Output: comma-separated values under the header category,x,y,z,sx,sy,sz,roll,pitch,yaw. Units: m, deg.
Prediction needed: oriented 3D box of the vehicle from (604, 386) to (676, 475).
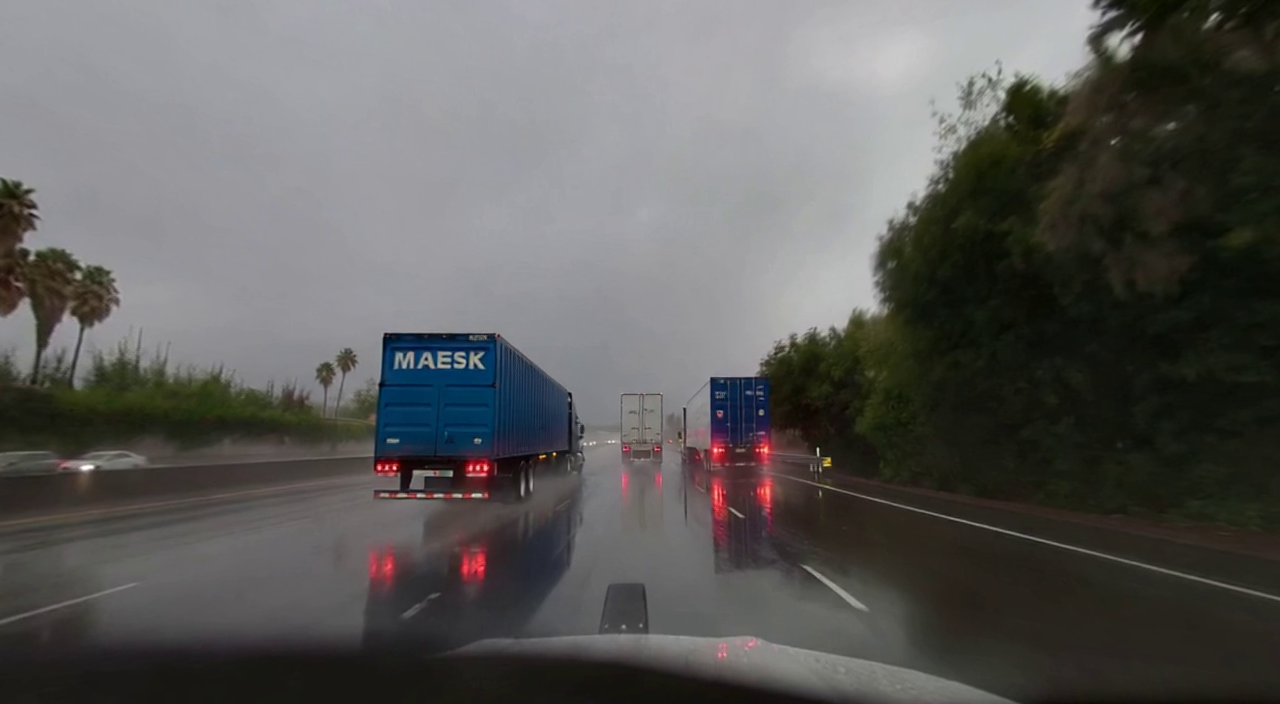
category,x,y,z,sx,sy,sz,roll,pitch,yaw
vehicle,0.152,4.703,36.506,3.097,3.856,18.209,0,-8,1

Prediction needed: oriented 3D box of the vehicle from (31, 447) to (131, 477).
category,x,y,z,sx,sy,sz,roll,pitch,yaw
vehicle,-34.914,6.853,39.556,2.220,1.725,4.363,0,-8,0

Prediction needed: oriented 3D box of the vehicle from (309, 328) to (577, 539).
category,x,y,z,sx,sy,sz,roll,pitch,yaw
vehicle,-3.537,2.011,15.198,2.786,3.228,11.082,0,-8,1

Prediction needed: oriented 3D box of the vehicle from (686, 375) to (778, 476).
category,x,y,z,sx,sy,sz,roll,pitch,yaw
vehicle,4.332,4.087,33.431,2.887,4.178,14.553,0,-8,1
